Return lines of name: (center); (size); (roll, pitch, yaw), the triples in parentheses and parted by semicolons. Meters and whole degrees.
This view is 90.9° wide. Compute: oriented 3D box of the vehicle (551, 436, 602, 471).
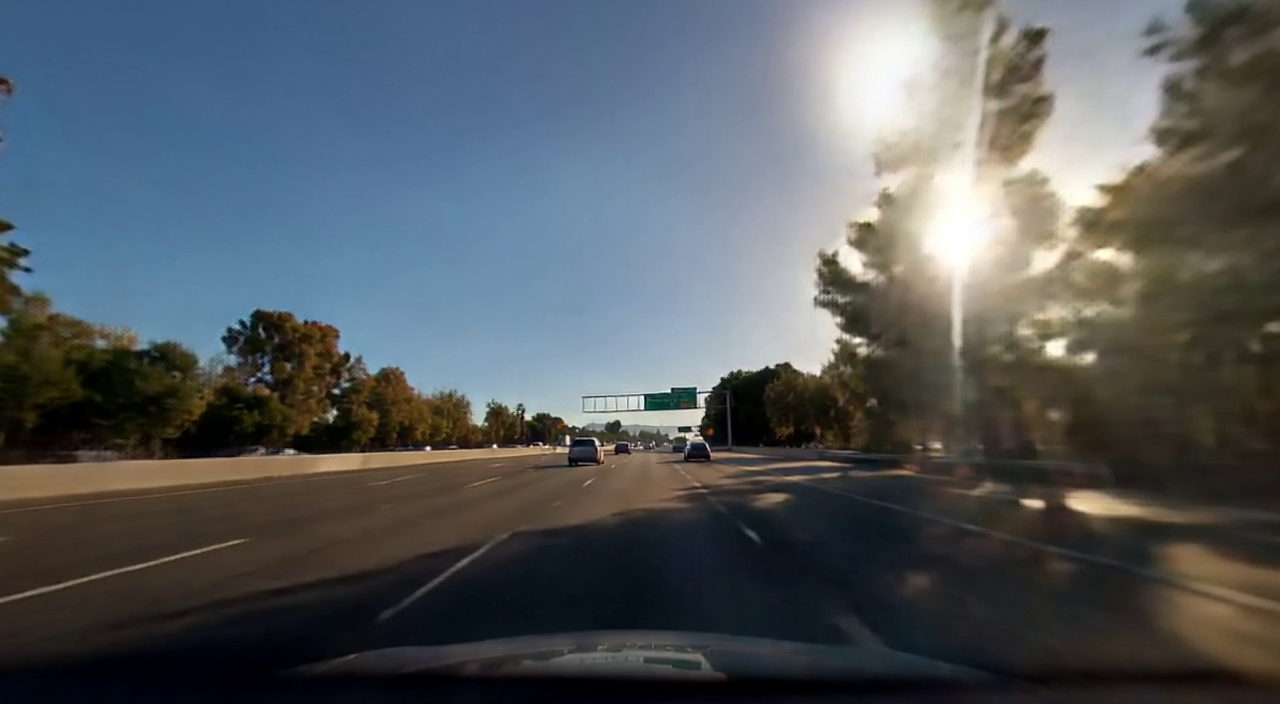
vehicle: (-3.354, 5.467, 34.257); (2.196, 1.733, 4.355); (0, -8, 2)

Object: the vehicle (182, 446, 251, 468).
vehicle: (-31.513, 7.803, 47.100); (1.924, 1.507, 4.635); (0, -8, 1)

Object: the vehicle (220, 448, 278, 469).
vehicle: (-27.665, 7.515, 44.728); (1.710, 1.405, 3.610); (0, -8, 2)

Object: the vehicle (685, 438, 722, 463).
vehicle: (4.648, 7.250, 46.551); (2.229, 1.704, 4.392); (0, -8, 0)

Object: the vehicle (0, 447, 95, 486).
vehicle: (-24.641, 4.545, 25.397); (1.758, 1.424, 3.903); (0, -8, 1)
